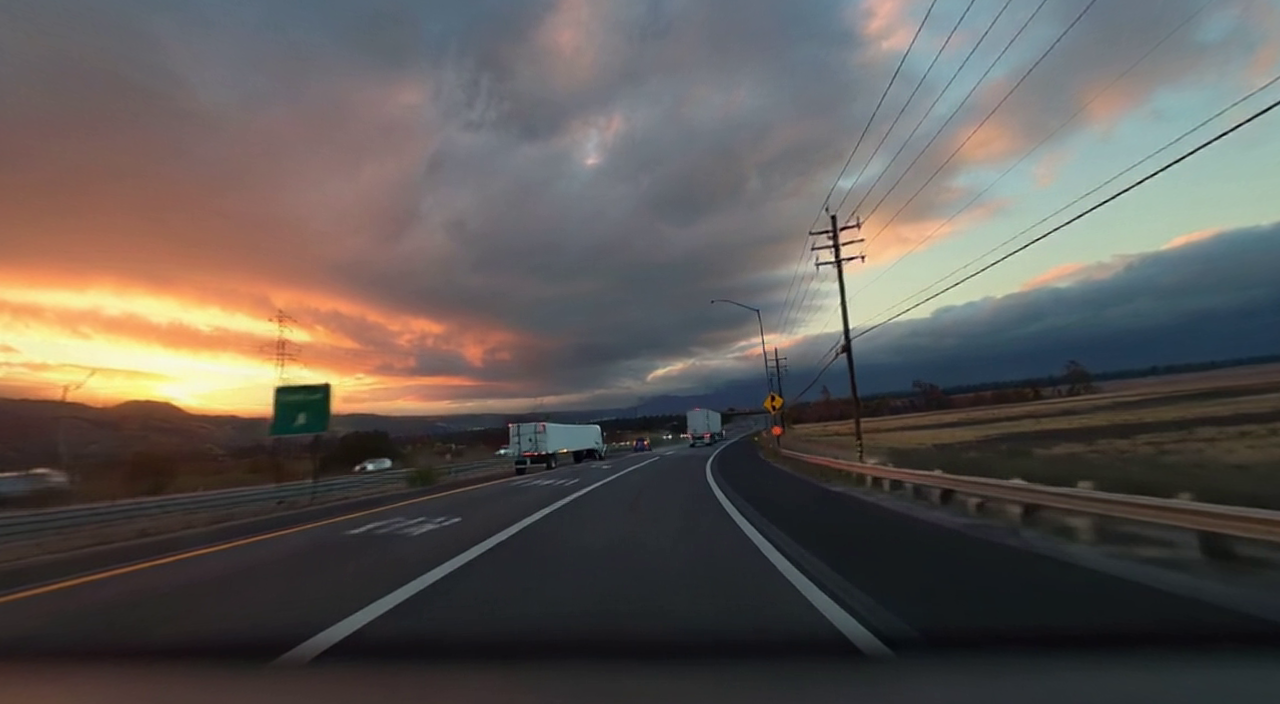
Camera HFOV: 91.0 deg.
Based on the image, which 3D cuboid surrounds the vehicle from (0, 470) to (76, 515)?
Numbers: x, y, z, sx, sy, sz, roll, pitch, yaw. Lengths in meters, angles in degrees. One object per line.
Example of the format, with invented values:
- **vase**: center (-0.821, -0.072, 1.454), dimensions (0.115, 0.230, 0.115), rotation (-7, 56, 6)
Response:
- **vehicle**: center (-34.493, 7.595, 33.937), dimensions (2.295, 2.176, 5.499), rotation (-3, -9, 16)
